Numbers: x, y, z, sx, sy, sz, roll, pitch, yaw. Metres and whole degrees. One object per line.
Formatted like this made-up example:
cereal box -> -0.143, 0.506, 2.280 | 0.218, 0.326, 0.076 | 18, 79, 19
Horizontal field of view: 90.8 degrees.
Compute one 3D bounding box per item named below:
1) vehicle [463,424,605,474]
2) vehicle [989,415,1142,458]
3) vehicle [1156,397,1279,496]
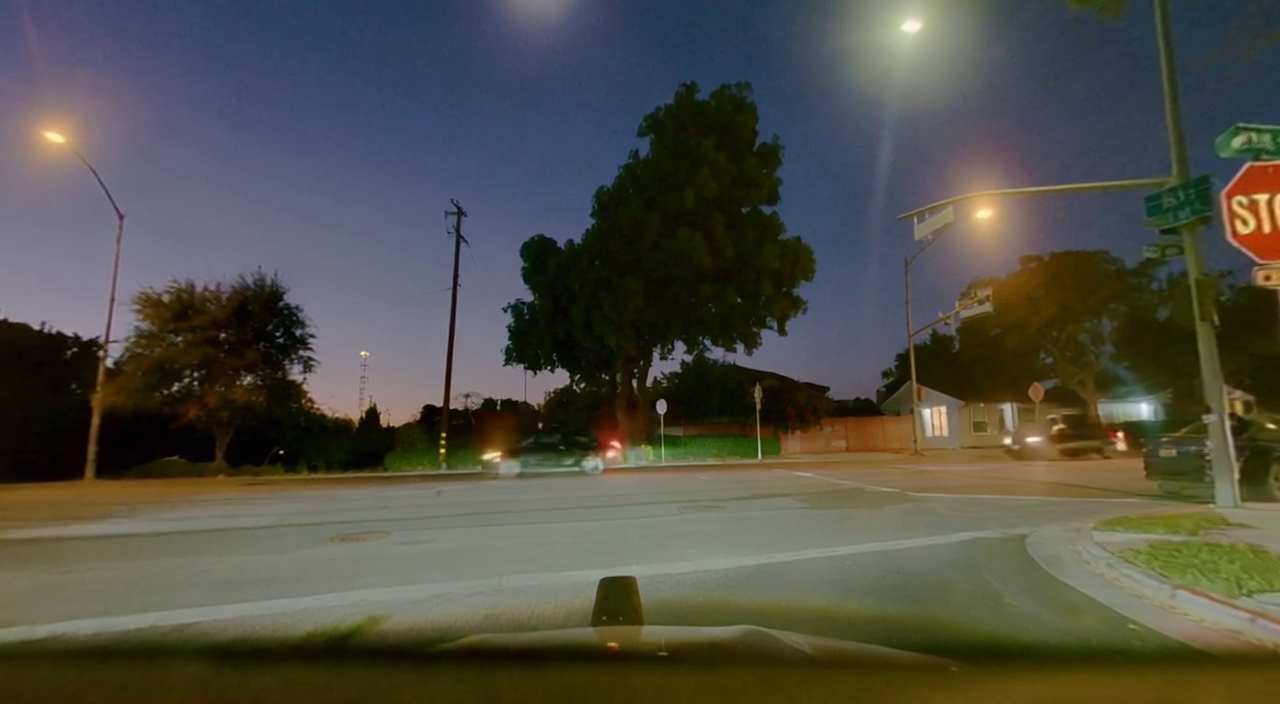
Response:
vehicle -> -3.465, 3.149, 20.588 | 4.296, 1.499, 1.814 | 3, -9, -19
vehicle -> 15.576, 3.121, 23.220 | 4.548, 1.469, 1.864 | 1, -8, -11
vehicle -> 12.802, 1.794, 12.130 | 4.208, 1.685, 2.014 | 1, -8, -8
